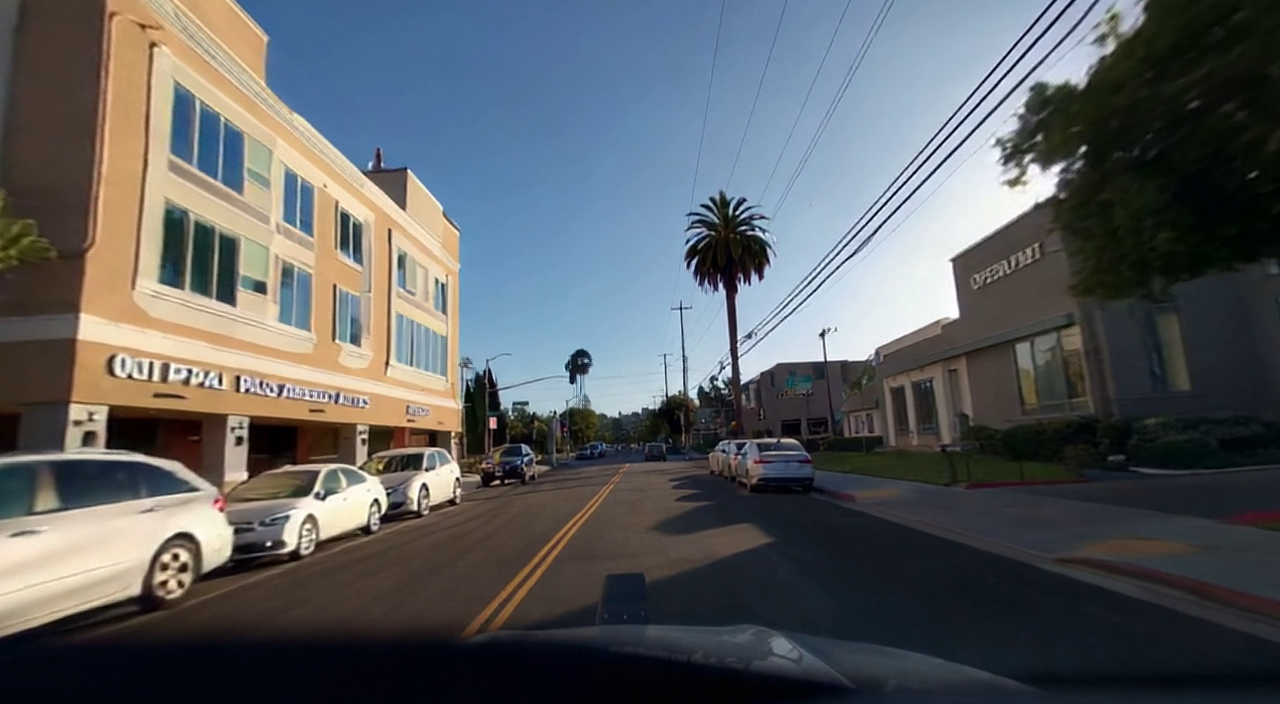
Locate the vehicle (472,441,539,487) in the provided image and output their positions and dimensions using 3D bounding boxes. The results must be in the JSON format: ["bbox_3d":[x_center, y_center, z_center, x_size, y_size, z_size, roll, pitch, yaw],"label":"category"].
[{"bbox_3d":[-5.903,4.975,28.355,2.126,1.864,4.831,0,-9,-2],"label":"vehicle"}]

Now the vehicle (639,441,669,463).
[{"bbox_3d":[0.985,7.528,47.607,2.125,1.524,4.404,0,-9,0],"label":"vehicle"}]

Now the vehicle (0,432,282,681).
[{"bbox_3d":[-5.881,1.660,5.598,2.286,1.836,5.088,0,-9,2],"label":"vehicle"}]

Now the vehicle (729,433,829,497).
[{"bbox_3d":[3.853,3.216,18.384,1.948,1.607,4.873,0,-9,2],"label":"vehicle"}]

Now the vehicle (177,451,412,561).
[{"bbox_3d":[-5.938,2.634,11.612,1.931,1.574,4.360,0,-9,-2],"label":"vehicle"}]
